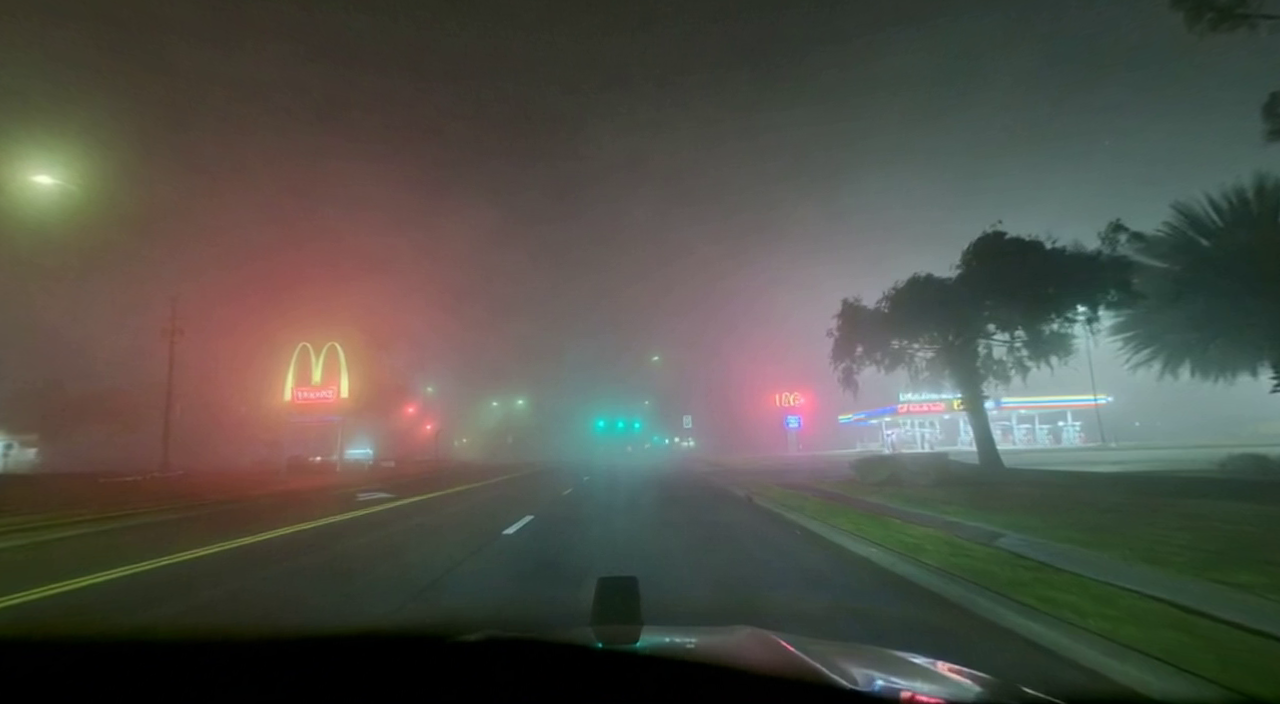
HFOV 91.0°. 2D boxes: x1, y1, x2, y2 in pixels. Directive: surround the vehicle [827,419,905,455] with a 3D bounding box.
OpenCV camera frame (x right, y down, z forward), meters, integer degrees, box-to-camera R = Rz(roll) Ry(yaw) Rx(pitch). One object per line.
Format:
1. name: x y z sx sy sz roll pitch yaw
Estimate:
1. vehicle: 16.047 6.048 44.603 5.529 2.395 2.399 6 -10 -35
